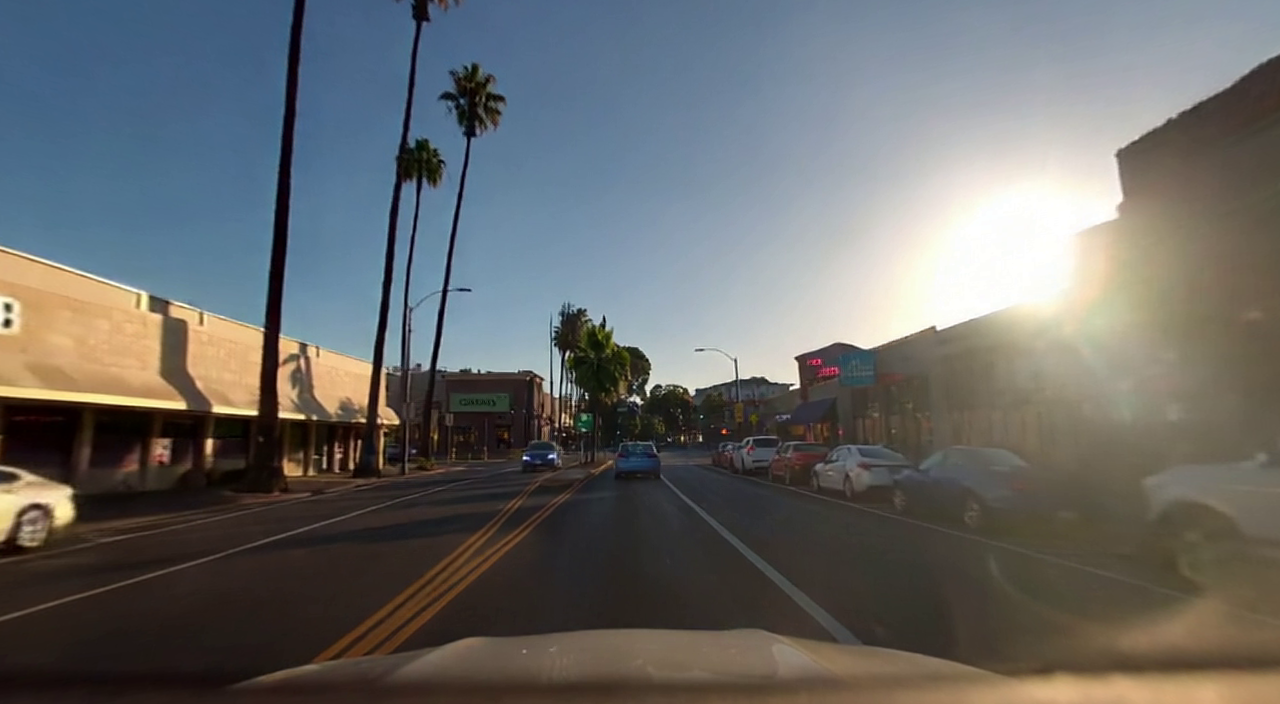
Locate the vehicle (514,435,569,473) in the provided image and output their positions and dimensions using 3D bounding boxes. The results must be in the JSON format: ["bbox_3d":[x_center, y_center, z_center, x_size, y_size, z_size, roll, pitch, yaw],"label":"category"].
[{"bbox_3d":[-5.028,5.278,32.868,2.188,1.797,4.358,0,-9,0],"label":"vehicle"}]

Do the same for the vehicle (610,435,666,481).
[{"bbox_3d":[-0.100,4.277,25.725,2.063,1.664,4.471,0,-8,-1],"label":"vehicle"}]

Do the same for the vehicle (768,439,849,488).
[{"bbox_3d":[6.044,4.029,23.127,1.747,1.619,4.157,0,-9,-1],"label":"vehicle"}]

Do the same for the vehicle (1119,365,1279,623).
[{"bbox_3d":[6.340,0.955,3.800,2.257,2.074,5.857,0,-9,0],"label":"vehicle"}]

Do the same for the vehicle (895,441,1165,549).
[{"bbox_3d":[6.340,2.324,11.052,1.810,1.472,4.422,0,-8,-1],"label":"vehicle"}]

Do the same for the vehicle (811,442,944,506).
[{"bbox_3d":[6.214,3.218,17.164,1.885,1.506,4.302,0,-9,-1],"label":"vehicle"}]
